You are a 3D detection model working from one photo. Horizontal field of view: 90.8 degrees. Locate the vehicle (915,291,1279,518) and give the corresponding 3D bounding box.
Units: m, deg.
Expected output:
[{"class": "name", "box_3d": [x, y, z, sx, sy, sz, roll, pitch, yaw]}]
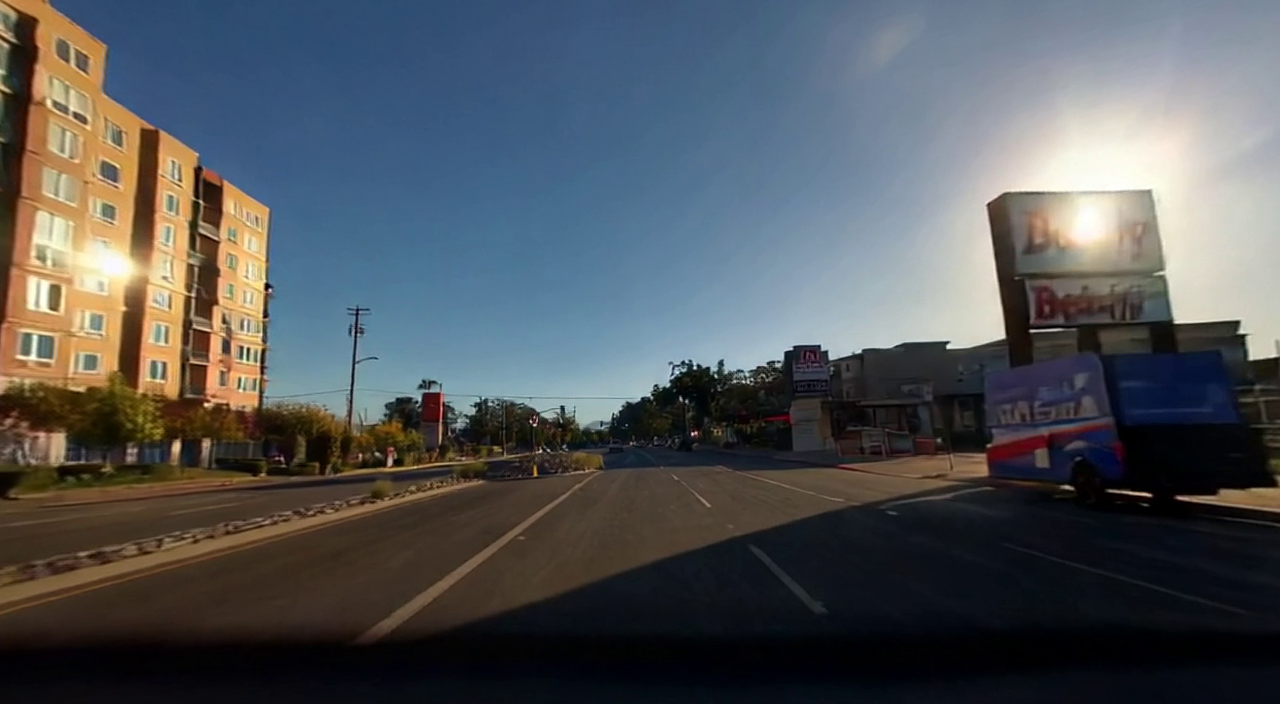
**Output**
[{"class": "vehicle", "box_3d": [10.143, 1.513, 15.128, 3.174, 3.794, 9.019, -1, -9, 1]}]
